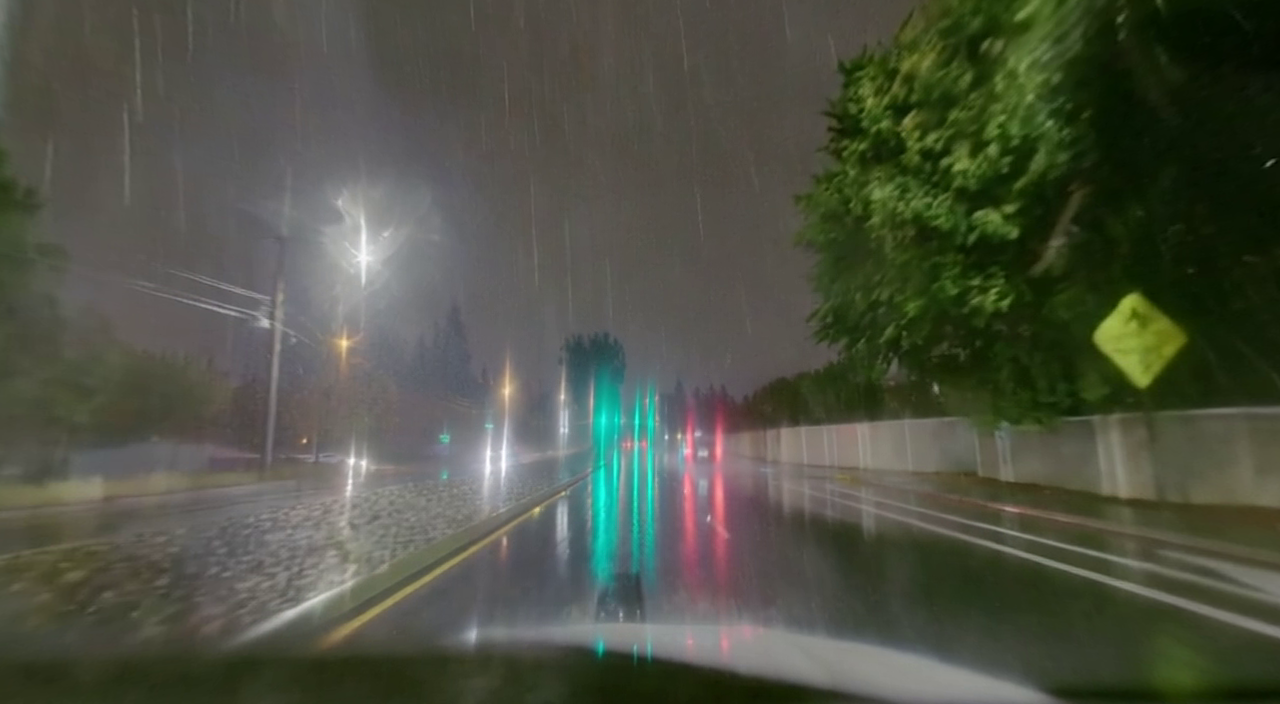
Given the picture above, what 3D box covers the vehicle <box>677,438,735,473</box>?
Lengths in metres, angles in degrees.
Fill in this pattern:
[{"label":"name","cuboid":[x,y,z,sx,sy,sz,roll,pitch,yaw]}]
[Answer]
[{"label":"vehicle","cuboid":[2.999,4.823,29.433,2.105,1.490,4.008,1,-8,-2]}]
